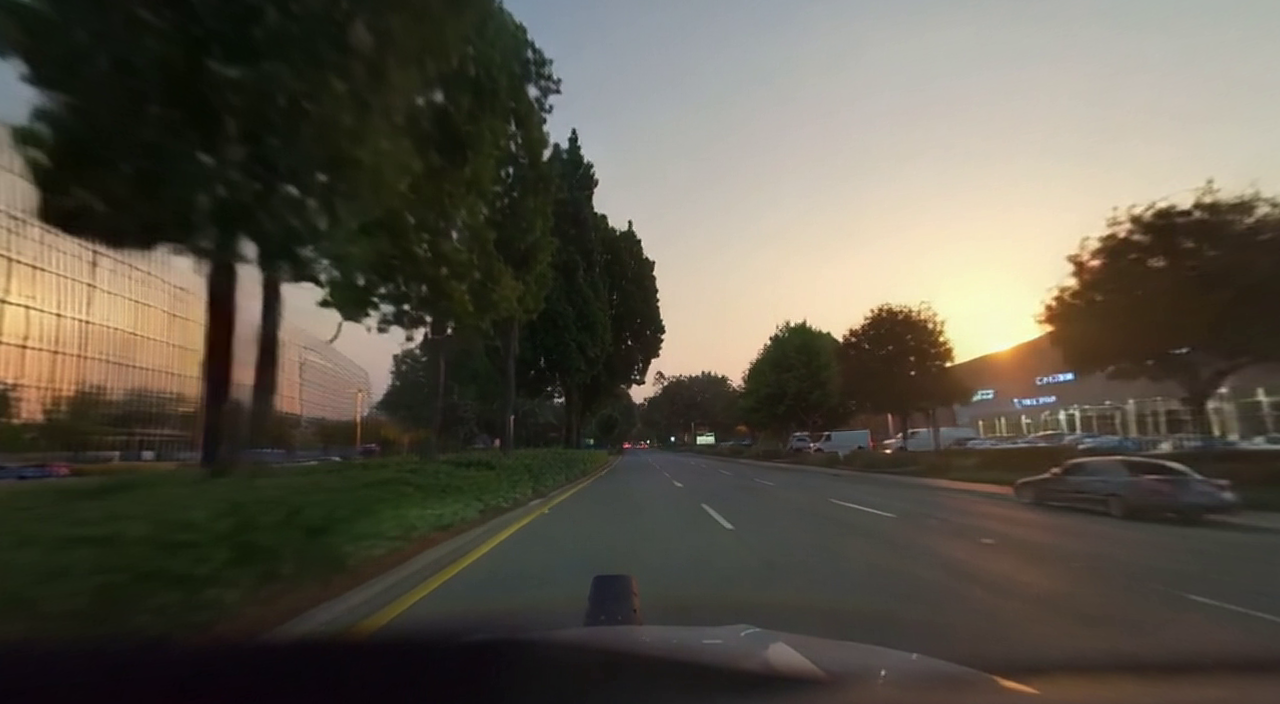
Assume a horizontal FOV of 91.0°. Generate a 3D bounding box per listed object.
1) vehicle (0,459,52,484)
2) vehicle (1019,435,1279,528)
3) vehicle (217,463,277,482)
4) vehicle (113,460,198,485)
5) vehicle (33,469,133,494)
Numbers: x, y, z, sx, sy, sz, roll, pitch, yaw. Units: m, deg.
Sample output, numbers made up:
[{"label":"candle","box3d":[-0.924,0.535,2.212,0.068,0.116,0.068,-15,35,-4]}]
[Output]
[{"label":"vehicle","box3d":[-41.974,7.912,41.767,4.116,1.533,1.762,0,-8,1]},{"label":"vehicle","box3d":[10.202,2.515,12.907,2.013,1.551,4.460,0,-8,-1]},{"label":"vehicle","box3d":[-29.412,9.038,47.180,3.322,1.358,1.617,1,-9,-2]},{"label":"vehicle","box3d":[-29.800,7.430,38.776,3.506,1.452,2.035,0,-9,1]},{"label":"vehicle","box3d":[-29.251,6.803,33.117,3.665,1.181,1.651,0,-9,0]}]
